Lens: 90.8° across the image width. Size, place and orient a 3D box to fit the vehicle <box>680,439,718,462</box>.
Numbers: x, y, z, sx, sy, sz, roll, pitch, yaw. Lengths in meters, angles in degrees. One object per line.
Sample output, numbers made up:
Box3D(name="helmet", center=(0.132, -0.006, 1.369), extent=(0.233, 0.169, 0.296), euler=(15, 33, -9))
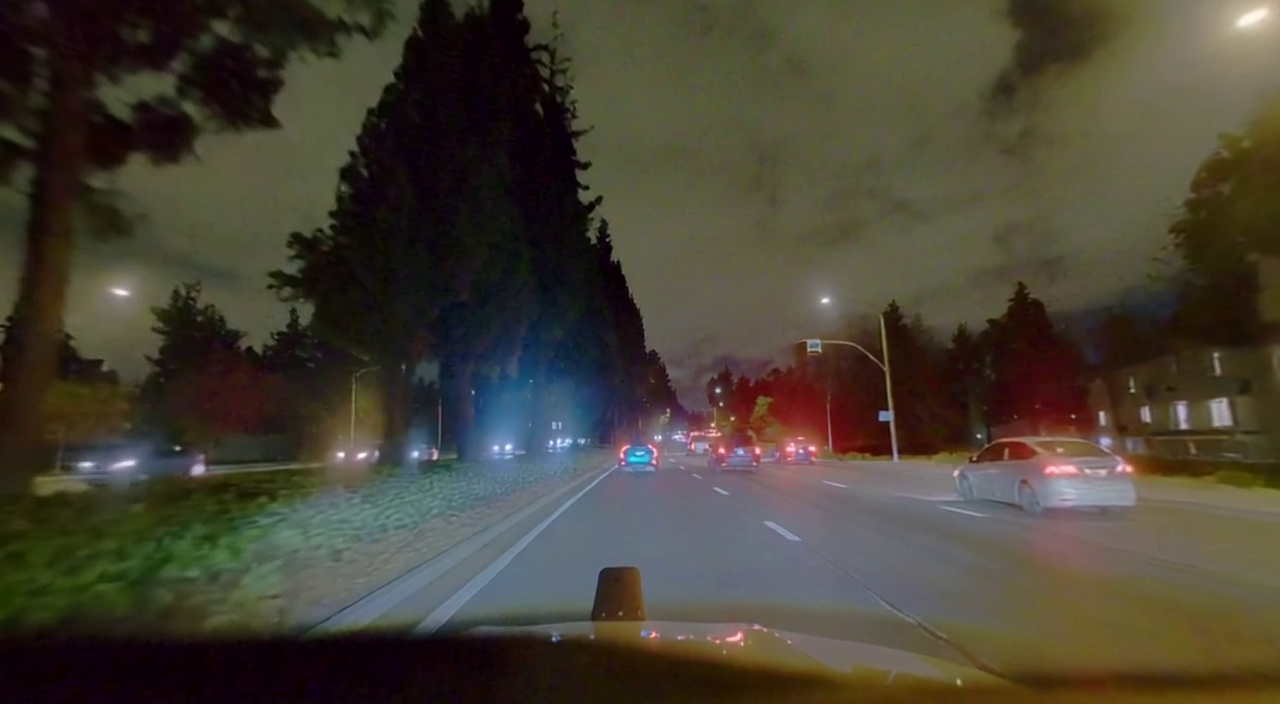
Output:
Box3D(name="vehicle", center=(3.963, 6.688, 43.097), extent=(2.064, 1.474, 4.389), euler=(0, -9, -1))

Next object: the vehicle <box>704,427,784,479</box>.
Box3D(name="vehicle", center=(3.960, 3.957, 24.932), extent=(2.209, 1.813, 4.724), euler=(0, -9, -2))

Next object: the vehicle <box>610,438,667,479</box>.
Box3D(name="vehicle", center=(-0.064, 3.997, 23.922), extent=(1.988, 1.418, 4.214), euler=(0, -9, 0))

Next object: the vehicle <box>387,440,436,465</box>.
Box3D(name="vehicle", center=(-15.823, 6.956, 43.877), extent=(1.889, 1.622, 3.975), euler=(0, -9, 0))

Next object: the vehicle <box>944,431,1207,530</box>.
Box3D(name="vehicle", center=(7.707, 2.286, 11.814), extent=(1.949, 1.492, 4.103), euler=(0, -9, 0))

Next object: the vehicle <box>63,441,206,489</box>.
Box3D(name="vehicle", center=(-19.691, 4.405, 24.944), extent=(1.923, 1.703, 4.469), euler=(0, -9, 0))
